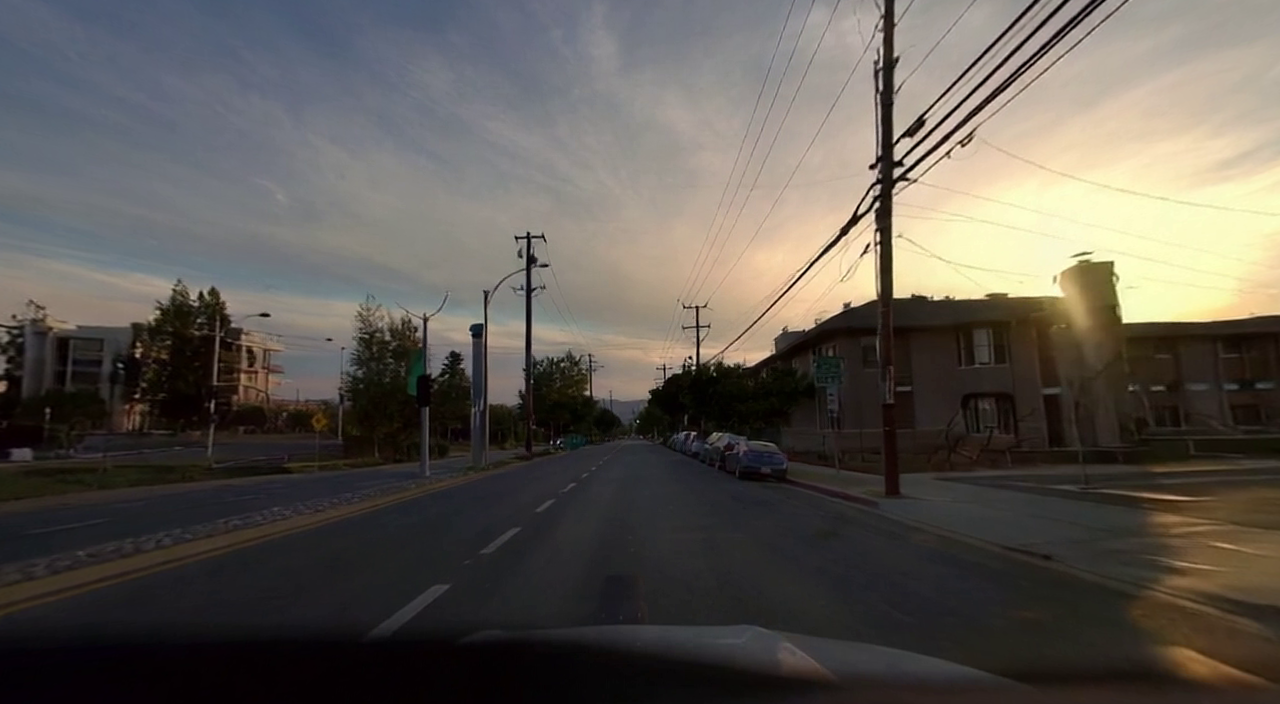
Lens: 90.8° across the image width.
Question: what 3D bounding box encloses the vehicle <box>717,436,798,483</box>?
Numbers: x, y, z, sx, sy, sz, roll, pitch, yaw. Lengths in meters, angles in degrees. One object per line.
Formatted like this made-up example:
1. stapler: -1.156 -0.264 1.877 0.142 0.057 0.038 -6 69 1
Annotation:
1. vehicle: 3.873 3.638 21.660 1.785 1.441 4.458 0 -8 -2
